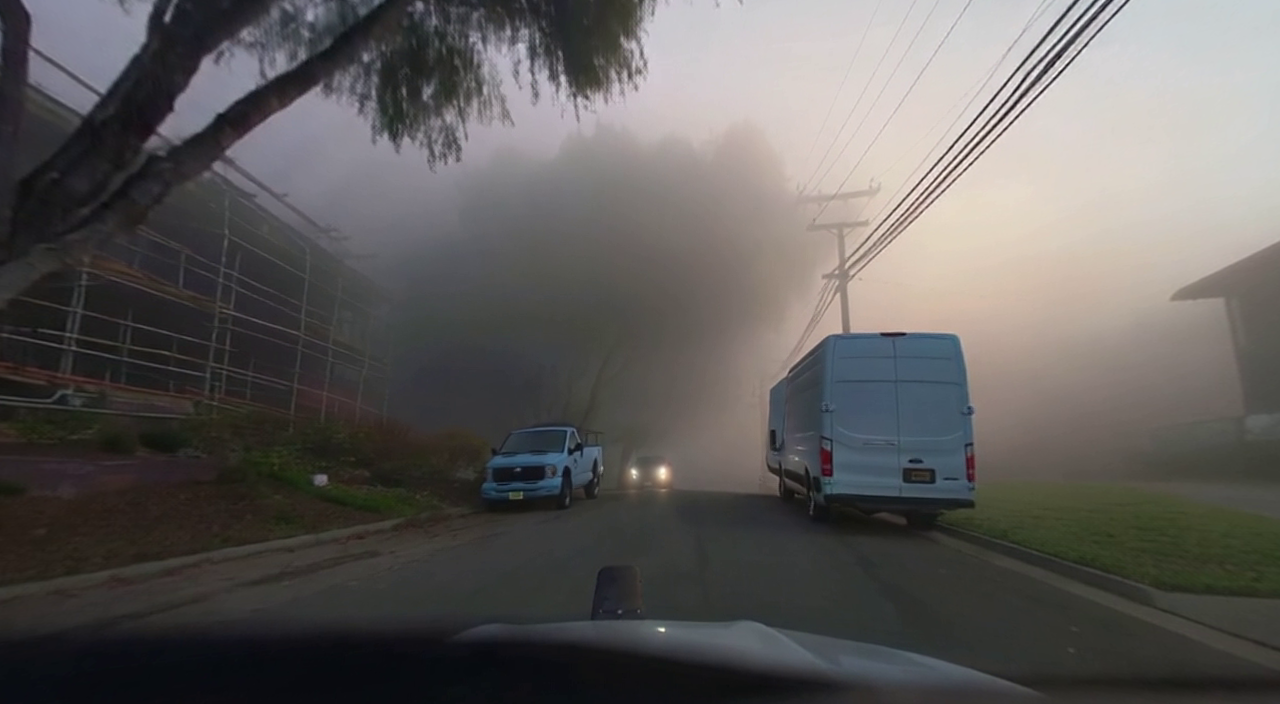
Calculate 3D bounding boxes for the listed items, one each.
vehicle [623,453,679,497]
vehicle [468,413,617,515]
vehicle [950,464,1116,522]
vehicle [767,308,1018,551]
[{"bbox_3d":[0.651,6.087,31.559,2.257,1.916,5.089,-1,-9,7],"label":"vehicle"},{"bbox_3d":[-2.102,2.510,15.129,2.171,1.910,4.789,-2,-5,8],"label":"vehicle"},{"bbox_3d":[15.744,5.641,25.555,5.321,1.857,1.976,-2,-3,14],"label":"vehicle"},{"bbox_3d":[4.940,1.906,14.968,2.915,3.793,9.963,0,-8,7],"label":"vehicle"}]
